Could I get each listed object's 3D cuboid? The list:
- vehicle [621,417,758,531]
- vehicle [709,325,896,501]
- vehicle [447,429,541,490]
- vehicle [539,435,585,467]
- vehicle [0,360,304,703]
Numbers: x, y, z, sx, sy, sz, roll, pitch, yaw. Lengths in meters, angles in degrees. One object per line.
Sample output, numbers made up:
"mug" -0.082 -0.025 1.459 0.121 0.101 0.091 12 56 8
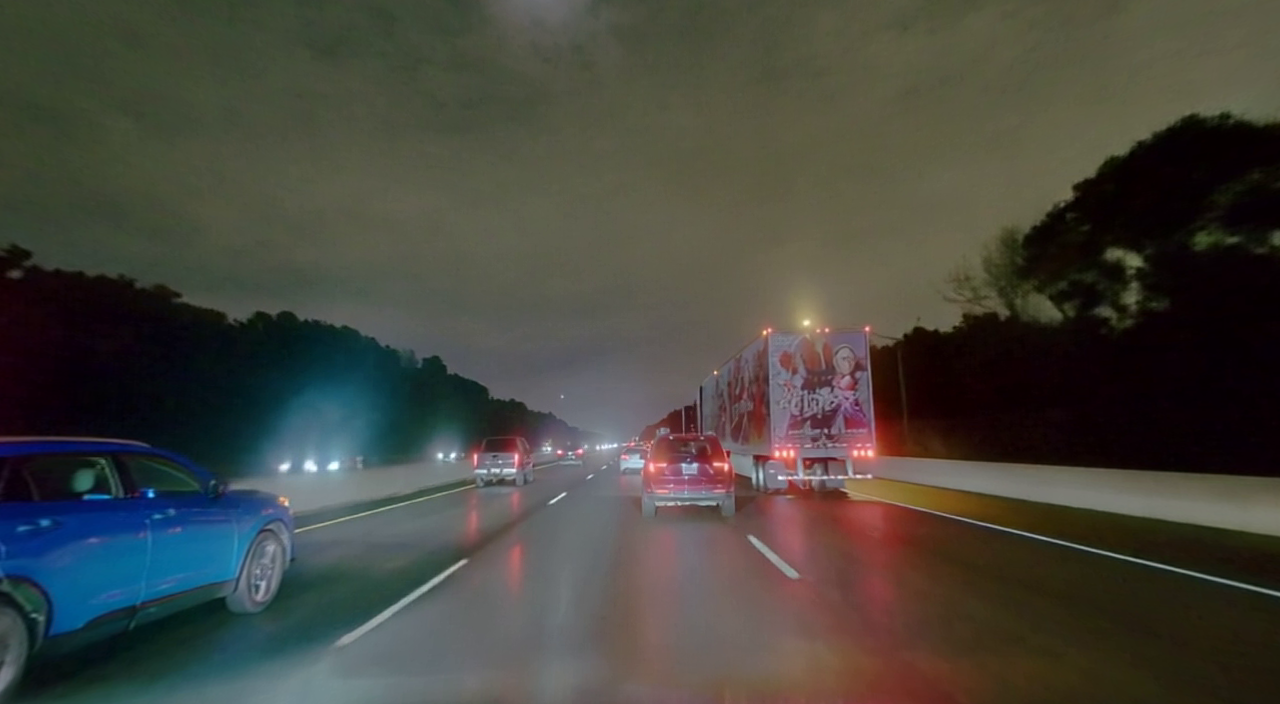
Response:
"vehicle" 0.699 2.065 11.163 2.017 1.662 3.543 0 -8 -1
"vehicle" 4.526 2.397 21.768 2.828 4.081 14.220 0 -8 1
"vehicle" -4.256 3.200 19.015 1.905 1.642 3.803 0 -8 0
"vehicle" -4.411 5.646 36.044 2.014 1.683 4.275 0 -8 1
"vehicle" -4.038 0.932 3.364 1.983 1.666 4.452 0 -8 0
